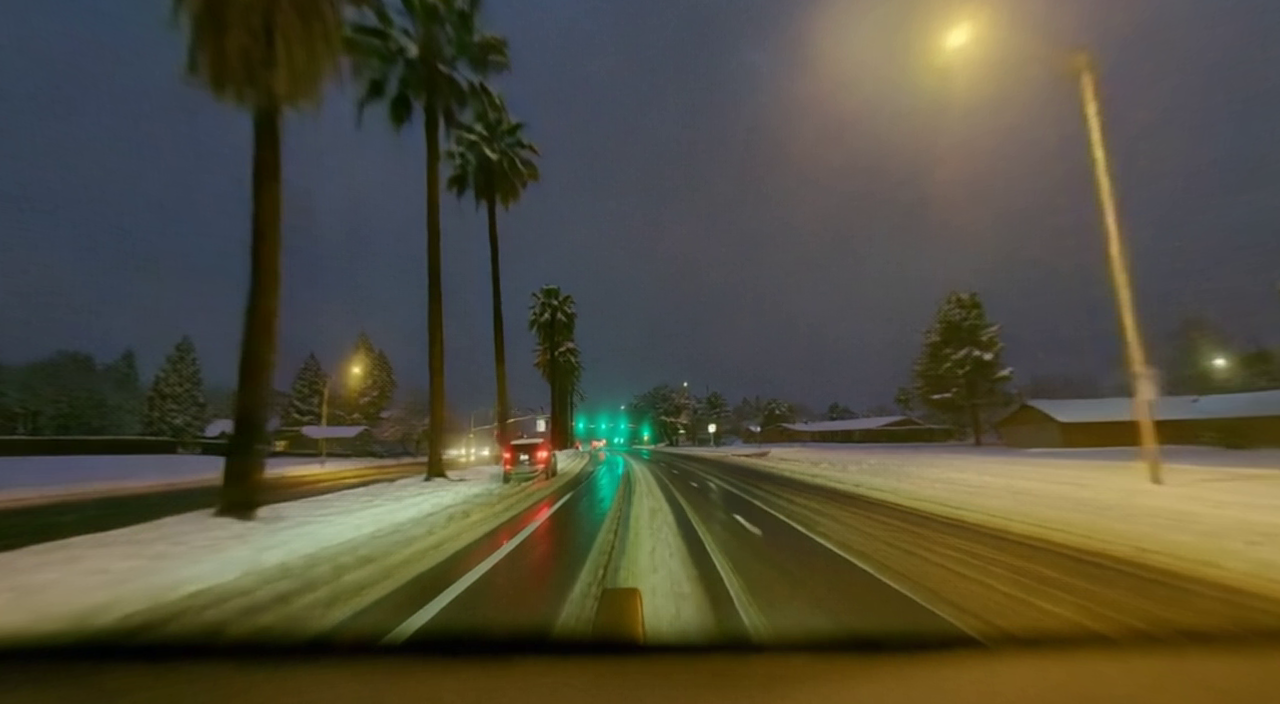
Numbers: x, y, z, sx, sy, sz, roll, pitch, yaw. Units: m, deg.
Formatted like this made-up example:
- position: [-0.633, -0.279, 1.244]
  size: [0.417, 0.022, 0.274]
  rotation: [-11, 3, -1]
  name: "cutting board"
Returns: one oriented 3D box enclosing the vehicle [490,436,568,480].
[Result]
- position: [-4.026, 3.924, 23.723]
  size: [2.108, 1.475, 4.555]
  rotation: [0, -8, 0]
  name: "vehicle"
